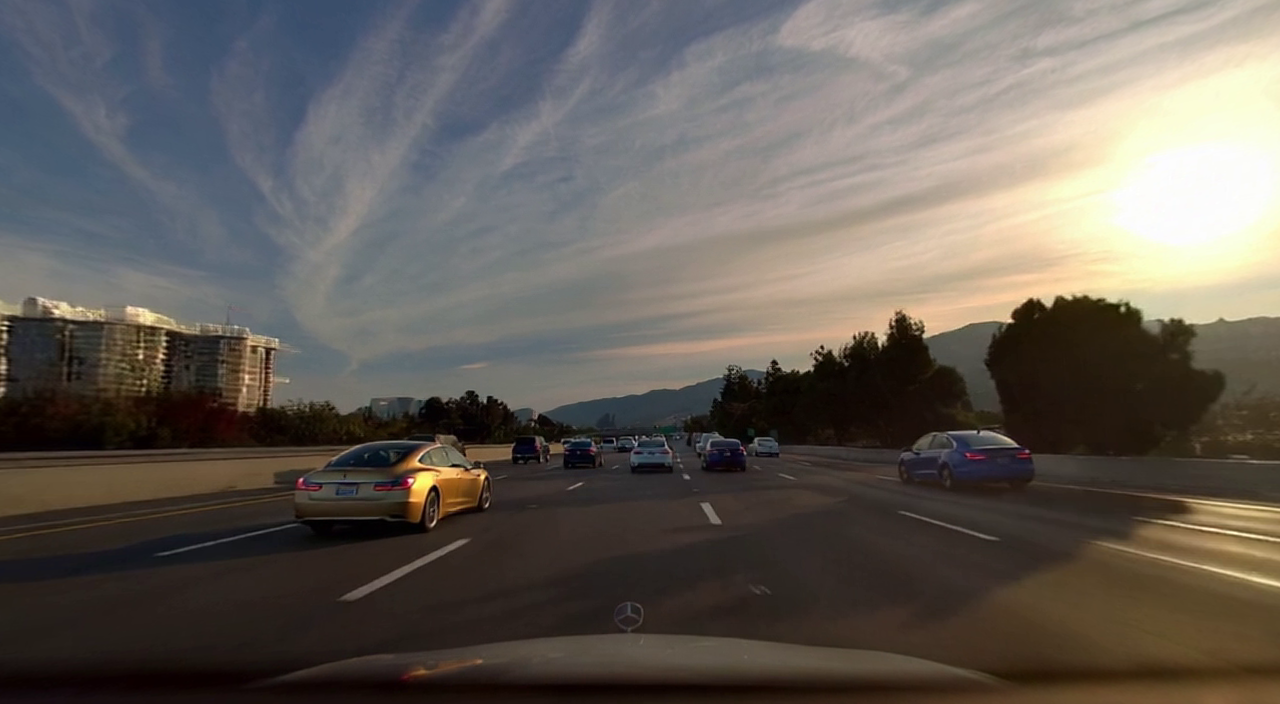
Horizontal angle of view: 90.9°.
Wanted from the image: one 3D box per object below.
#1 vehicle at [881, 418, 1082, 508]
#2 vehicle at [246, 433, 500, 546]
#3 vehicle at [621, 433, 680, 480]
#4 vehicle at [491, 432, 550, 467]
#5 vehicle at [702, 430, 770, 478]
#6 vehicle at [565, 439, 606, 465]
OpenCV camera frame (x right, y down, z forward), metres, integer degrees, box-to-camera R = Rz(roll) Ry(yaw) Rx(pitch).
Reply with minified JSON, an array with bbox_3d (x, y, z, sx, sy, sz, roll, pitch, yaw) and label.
[{"bbox_3d":[7.625,2.527,14.845,1.960,1.726,5.016,-1,-8,1],"label":"vehicle"},{"bbox_3d":[-4.088,2.173,10.767,2.116,1.473,4.644,-1,-8,3],"label":"vehicle"},{"bbox_3d":[0.433,4.028,24.511,2.102,1.624,4.257,-1,-8,2],"label":"vehicle"},{"bbox_3d":[-6.905,5.709,37.059,2.187,1.851,5.085,-1,-8,3],"label":"vehicle"},{"bbox_3d":[3.738,4.064,25.337,2.114,1.715,4.136,-1,-8,1],"label":"vehicle"},{"bbox_3d":[-3.214,5.996,37.910,1.886,1.455,4.148,-1,-8,3],"label":"vehicle"}]
